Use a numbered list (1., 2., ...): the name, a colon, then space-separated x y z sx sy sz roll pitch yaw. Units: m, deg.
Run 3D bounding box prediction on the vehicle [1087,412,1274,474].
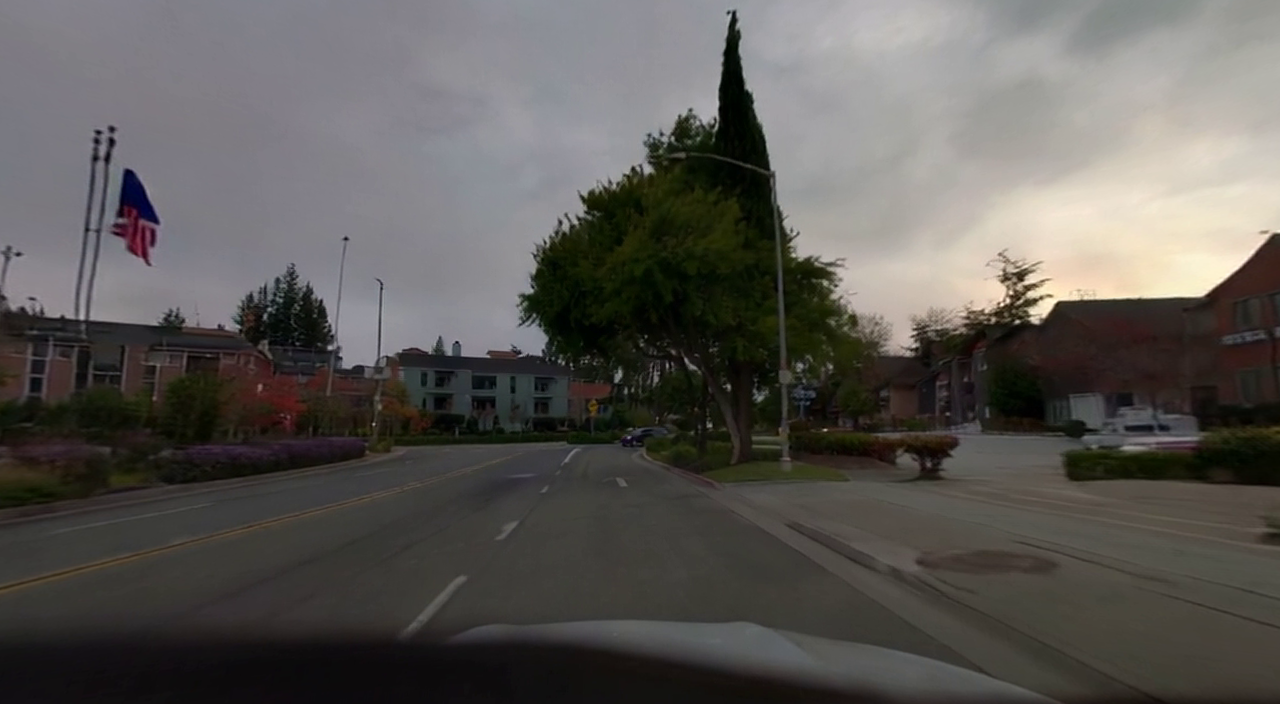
1. vehicle: 19.479 3.293 23.082 1.949 2.002 4.914 1 -8 -11
